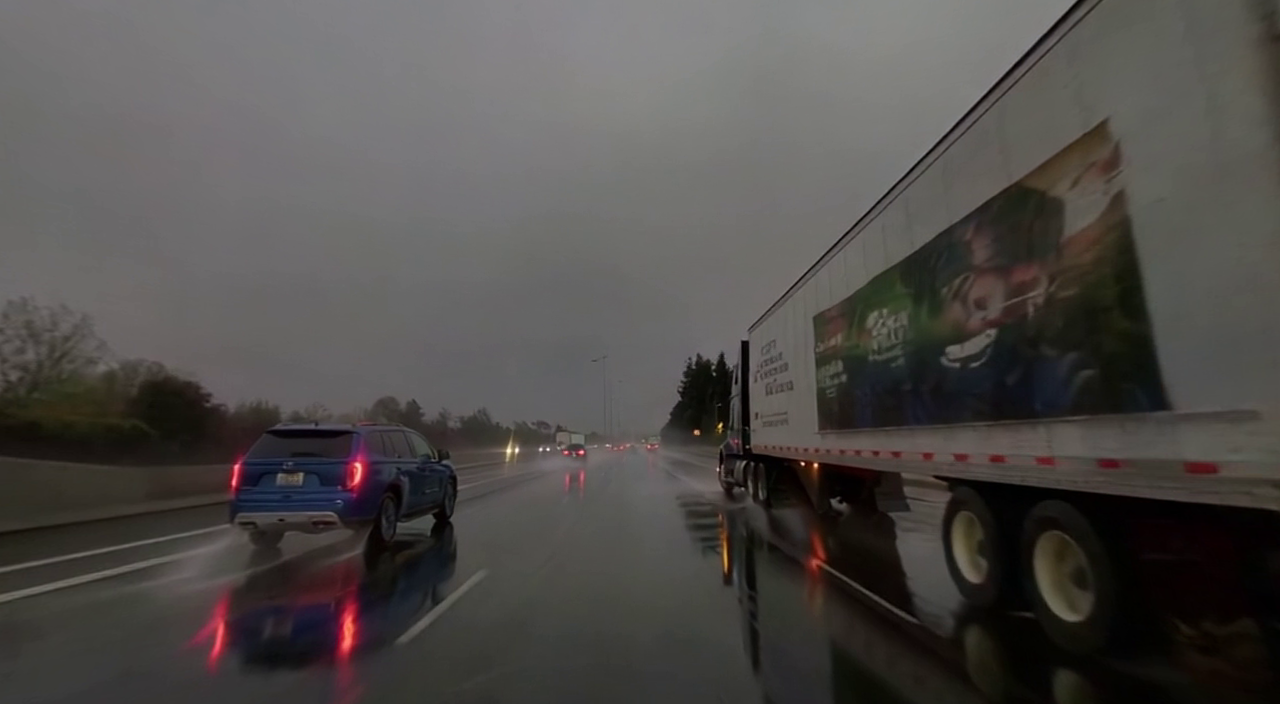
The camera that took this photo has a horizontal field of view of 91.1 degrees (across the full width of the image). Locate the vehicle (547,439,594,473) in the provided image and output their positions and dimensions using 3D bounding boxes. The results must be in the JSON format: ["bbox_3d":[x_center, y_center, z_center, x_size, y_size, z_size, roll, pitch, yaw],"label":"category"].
[{"bbox_3d":[-3.758,5.760,34.987,2.139,1.716,4.530,0,-9,0],"label":"vehicle"}]

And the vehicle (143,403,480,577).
[{"bbox_3d":[-3.960,1.769,8.816,2.202,1.760,4.617,0,-9,0],"label":"vehicle"}]

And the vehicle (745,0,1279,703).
[{"bbox_3d":[4.383,0.589,9.740,2.998,4.236,13.886,0,-9,-1],"label":"vehicle"}]
